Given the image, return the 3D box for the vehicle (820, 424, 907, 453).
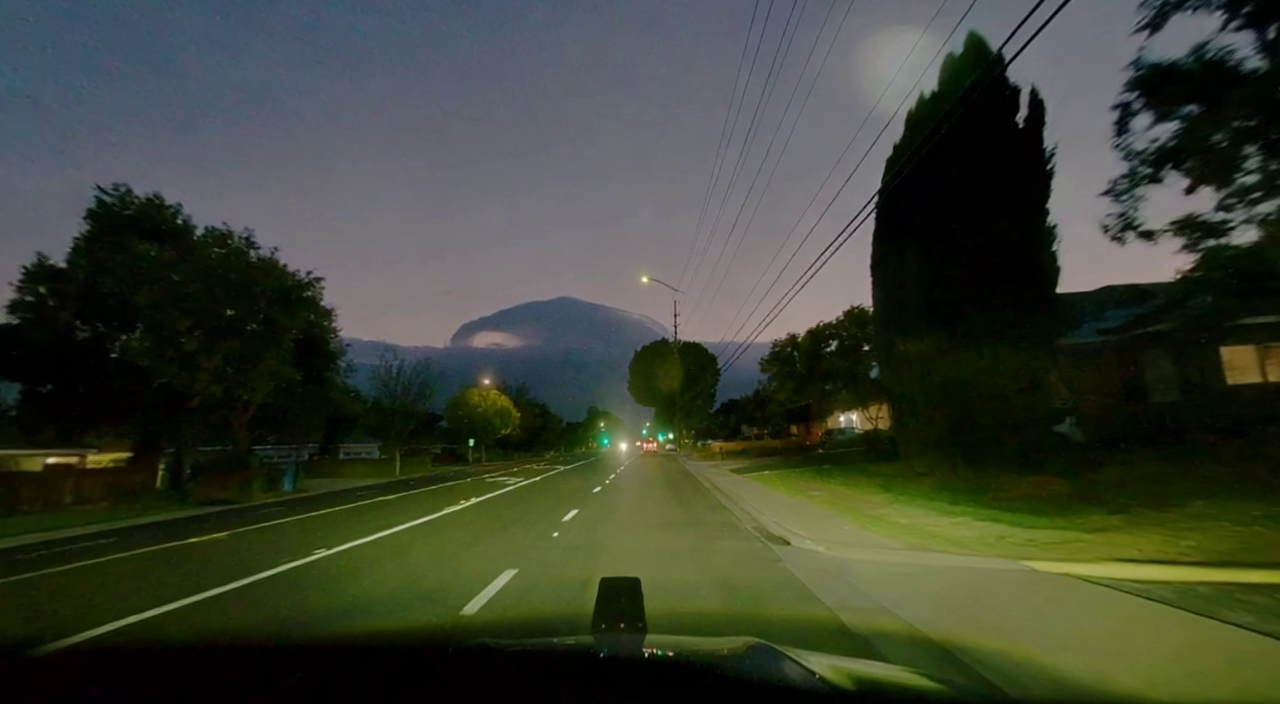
[{"bbox_3d":[11.847,4.629,33.616,3.992,1.486,1.727,0,-9,1],"label":"vehicle"}]
